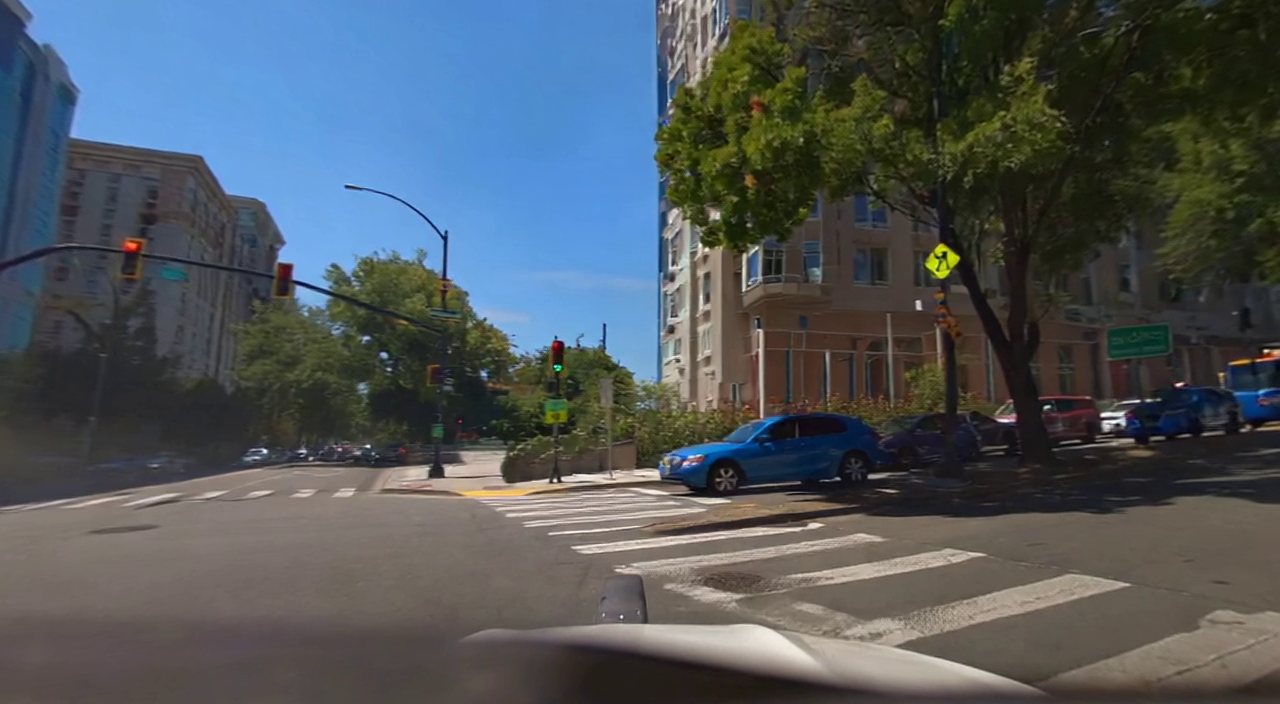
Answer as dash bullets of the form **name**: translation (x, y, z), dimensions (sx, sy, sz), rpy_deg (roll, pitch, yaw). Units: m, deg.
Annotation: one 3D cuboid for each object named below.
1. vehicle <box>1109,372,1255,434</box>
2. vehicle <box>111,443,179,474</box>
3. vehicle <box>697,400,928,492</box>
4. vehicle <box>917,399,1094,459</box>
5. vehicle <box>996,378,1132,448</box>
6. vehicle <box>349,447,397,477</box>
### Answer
- **vehicle**: translation (18.871, 1.856, 22.009), dimensions (4.599, 1.855, 1.988), rpy_deg (4, -10, -25)
- **vehicle**: translation (-26.876, 5.792, 34.454), dimensions (2.072, 1.557, 4.324), rpy_deg (5, -10, -28)
- **vehicle**: translation (3.929, 2.144, 14.401), dimensions (4.841, 1.798, 2.053), rpy_deg (4, -10, -25)
- **vehicle**: translation (10.144, 2.196, 17.512), dimensions (4.628, 1.488, 1.826), rpy_deg (4, -10, -25)
- **vehicle**: translation (15.805, 2.316, 23.498), dimensions (4.615, 1.819, 2.109), rpy_deg (12, -10, -24)
- **vehicle**: translation (-14.043, 5.728, 33.117), dimensions (2.037, 1.489, 4.077), rpy_deg (4, -10, -25)
